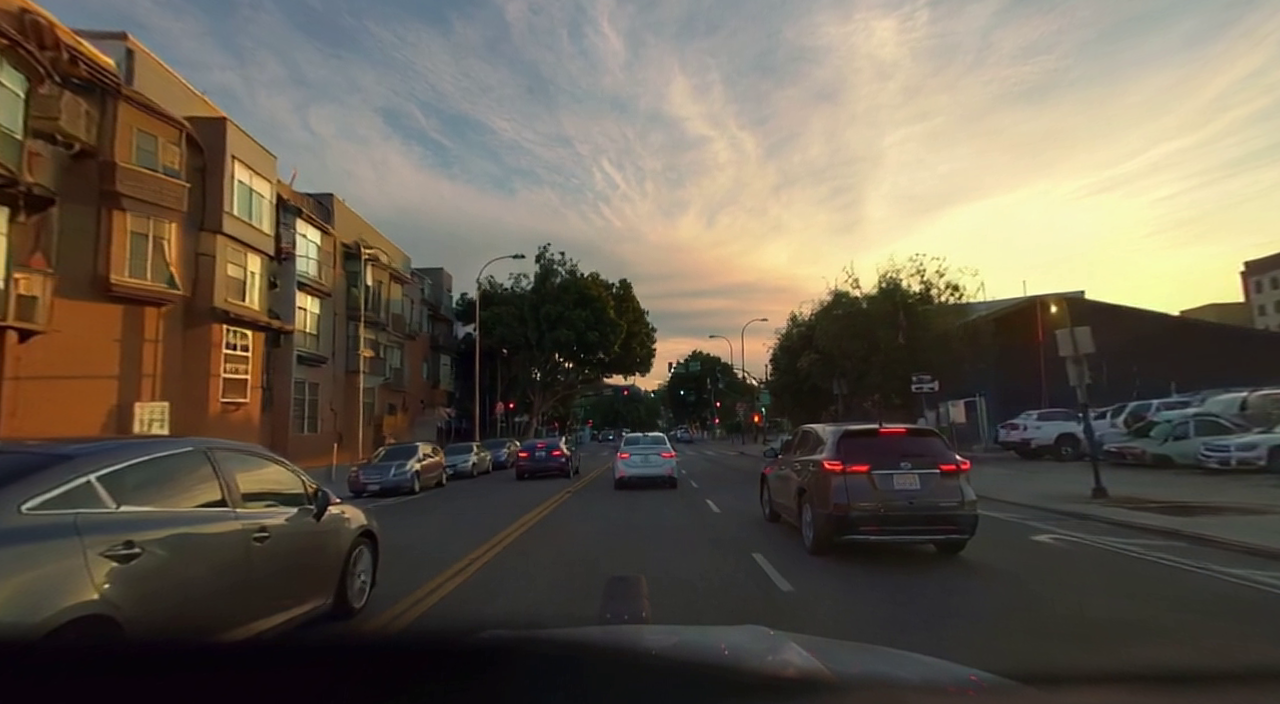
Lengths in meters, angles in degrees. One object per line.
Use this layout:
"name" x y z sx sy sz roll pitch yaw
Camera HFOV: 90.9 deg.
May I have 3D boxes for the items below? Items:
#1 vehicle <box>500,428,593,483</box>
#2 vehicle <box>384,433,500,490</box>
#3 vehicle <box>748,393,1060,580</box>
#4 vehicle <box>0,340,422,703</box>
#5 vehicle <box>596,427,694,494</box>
"vehicle" -2.750 3.177 19.696 2.019 1.507 4.643 -1 -8 2
"vehicle" -5.784 3.220 19.031 1.864 1.502 4.459 0 -8 3
"vehicle" 2.820 1.554 8.078 2.094 1.709 4.394 0 -8 0
"vehicle" -3.023 1.011 3.569 2.085 1.619 3.976 0 -8 1
"vehicle" 0.100 2.709 16.127 2.139 1.466 4.373 0 -8 0
